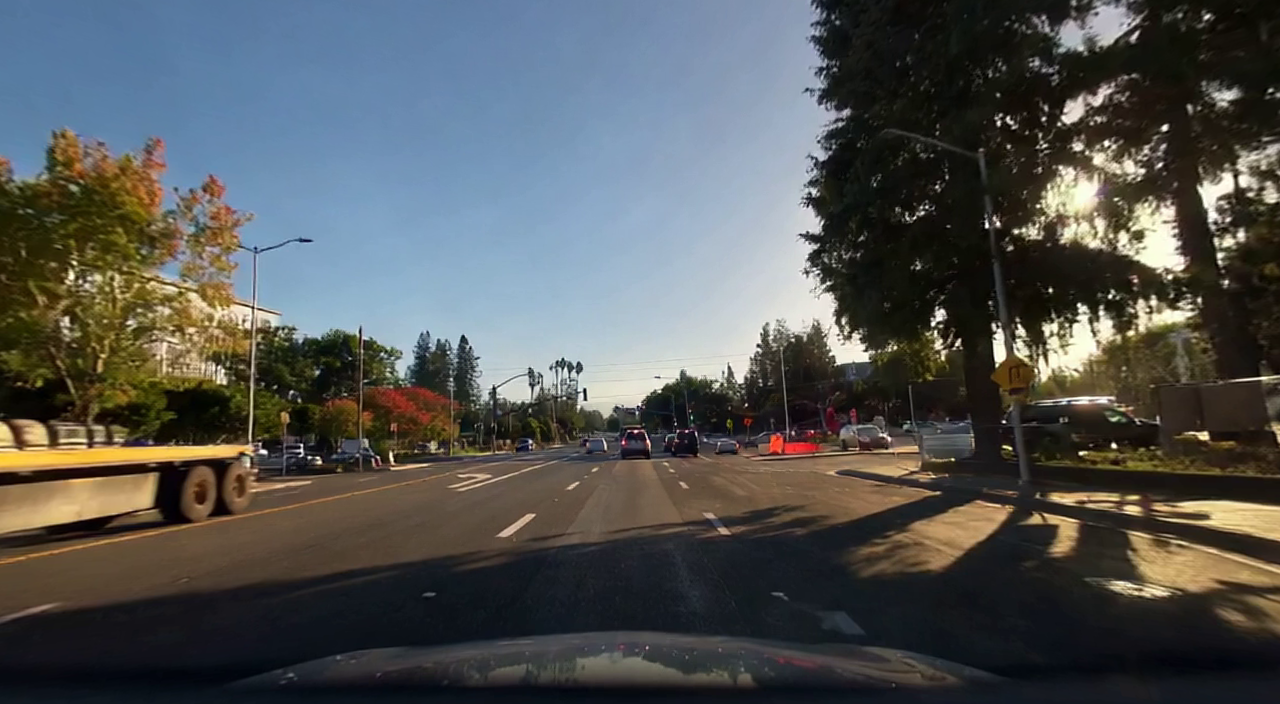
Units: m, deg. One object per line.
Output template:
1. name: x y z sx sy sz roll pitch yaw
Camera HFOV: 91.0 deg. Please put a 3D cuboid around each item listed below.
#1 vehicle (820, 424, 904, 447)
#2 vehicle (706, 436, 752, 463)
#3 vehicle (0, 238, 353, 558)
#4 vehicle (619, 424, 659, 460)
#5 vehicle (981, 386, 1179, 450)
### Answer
1. vehicle: 15.084 5.729 42.959 4.986 1.467 2.025 -6 -10 34
2. vehicle: 5.177 5.751 37.195 2.145 1.503 4.267 0 -8 1
3. vehicle: -9.576 1.161 11.849 3.014 3.979 11.363 0 -8 0
4. vehicle: -0.117 5.701 39.718 2.350 2.122 5.801 0 -8 -1
5. vehicle: 16.078 2.546 23.295 5.631 2.106 2.298 -7 -11 38
